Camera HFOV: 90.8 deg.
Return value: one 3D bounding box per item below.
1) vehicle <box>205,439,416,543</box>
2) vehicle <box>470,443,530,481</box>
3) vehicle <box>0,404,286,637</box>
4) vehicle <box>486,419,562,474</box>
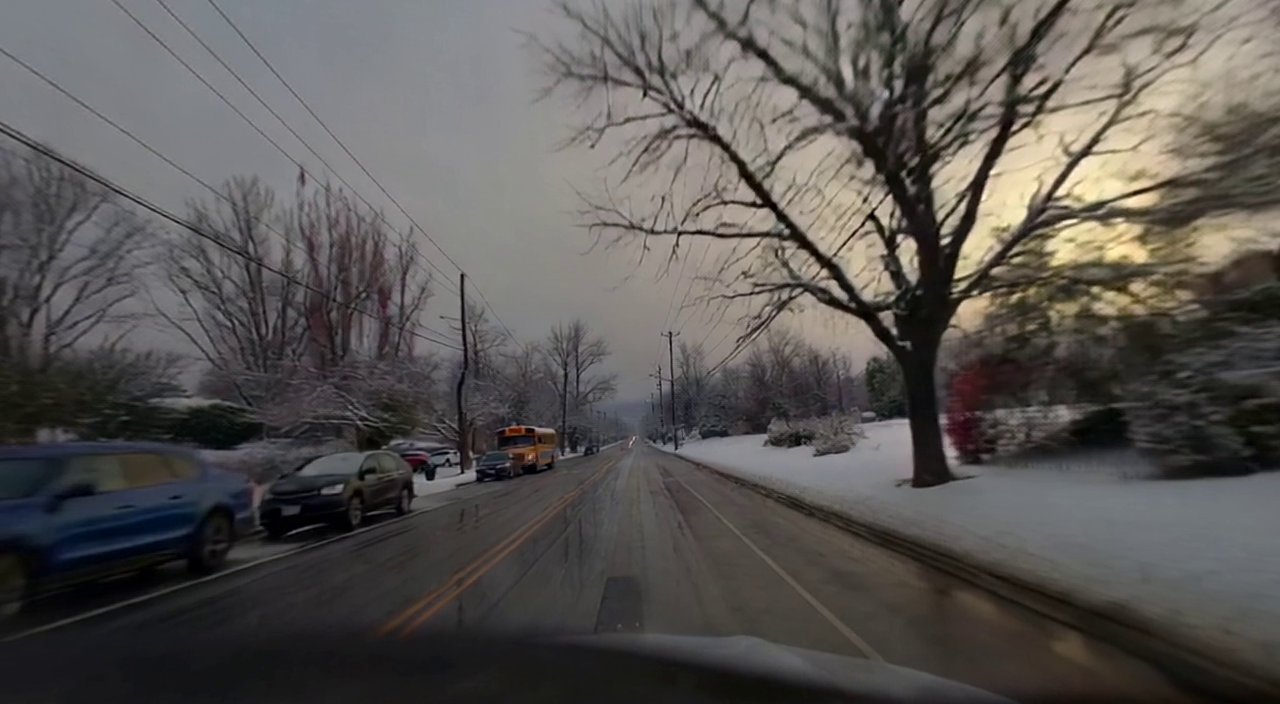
[{"bbox_3d":[-6.629,2.794,13.479,2.002,1.790,4.624,0,-9,0],"label":"vehicle"},{"bbox_3d":[-6.769,5.338,30.996,2.023,1.721,4.418,0,-9,-2],"label":"vehicle"},{"bbox_3d":[-6.581,1.764,7.015,2.284,1.939,5.502,-5,-9,-1],"label":"vehicle"},{"bbox_3d":[-6.637,5.570,37.295,2.835,2.876,7.091,-1,-8,2],"label":"vehicle"}]
